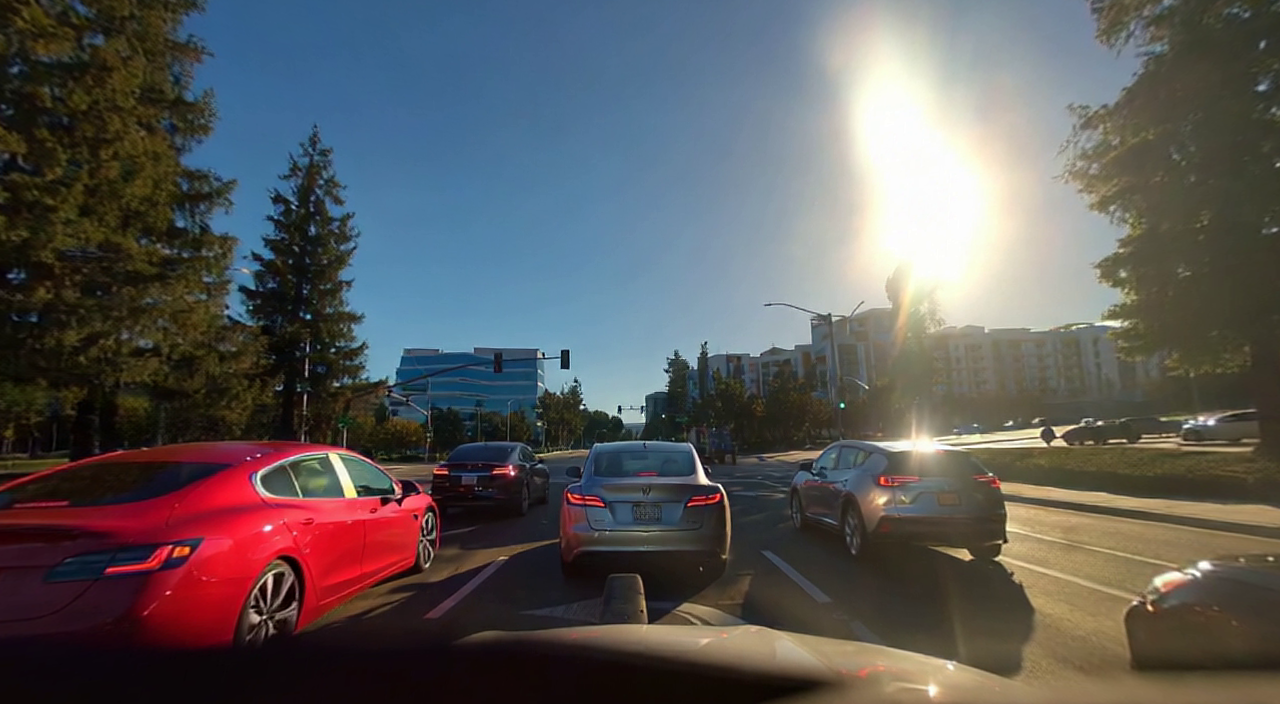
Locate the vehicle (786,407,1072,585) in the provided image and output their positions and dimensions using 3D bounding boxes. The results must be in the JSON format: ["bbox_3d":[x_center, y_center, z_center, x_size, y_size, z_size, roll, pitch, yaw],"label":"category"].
[{"bbox_3d":[3.403,1.763,8.465,1.938,1.732,4.006,2,-9,0],"label":"vehicle"}]

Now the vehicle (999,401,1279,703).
[{"bbox_3d":[3.309,0.853,1.704,1.951,1.522,4.614,0,-8,0],"label":"vehicle"}]

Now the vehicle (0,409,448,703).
[{"bbox_3d":[-3.083,1.285,4.508,2.015,1.478,4.407,0,-8,0],"label":"vehicle"}]

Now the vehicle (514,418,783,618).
[{"bbox_3d":[0.032,1.642,7.219,2.144,1.563,4.218,0,-8,-1],"label":"vehicle"}]
